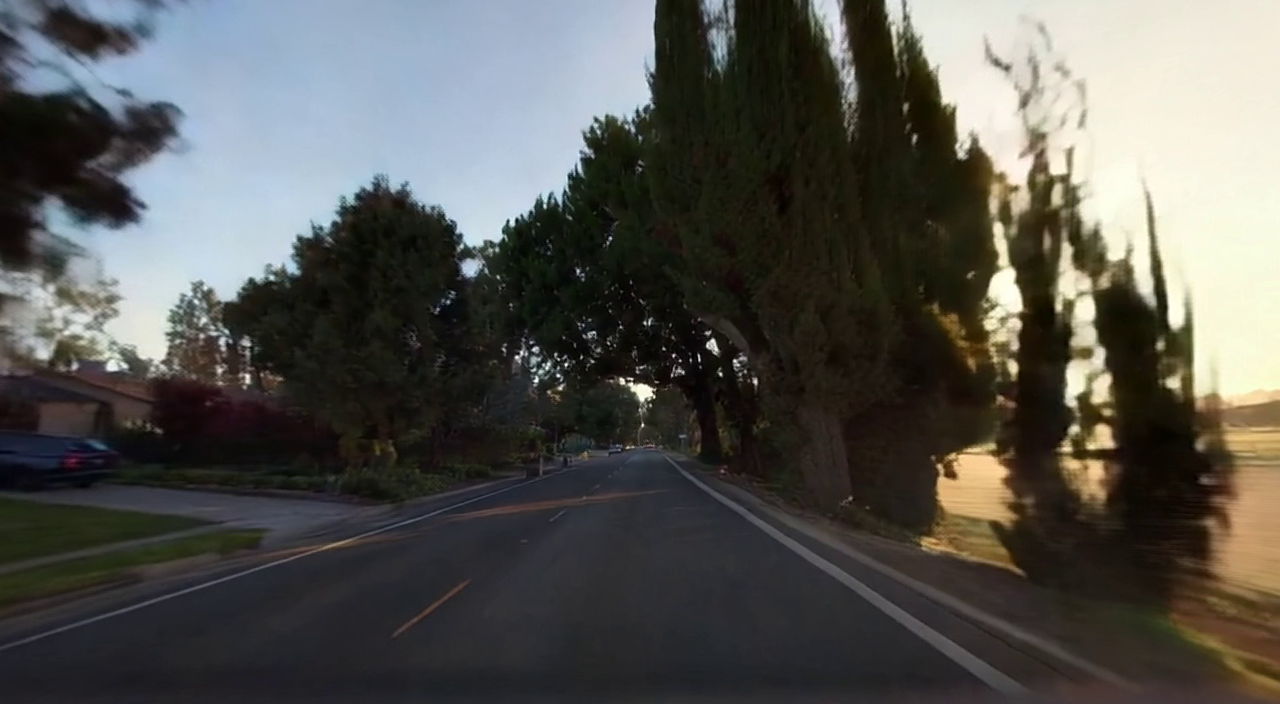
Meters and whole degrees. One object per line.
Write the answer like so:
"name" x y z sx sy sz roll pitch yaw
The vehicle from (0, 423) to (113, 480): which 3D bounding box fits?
"vehicle" -19.449 2.951 18.911 5.008 1.619 2.102 3 -9 -15
